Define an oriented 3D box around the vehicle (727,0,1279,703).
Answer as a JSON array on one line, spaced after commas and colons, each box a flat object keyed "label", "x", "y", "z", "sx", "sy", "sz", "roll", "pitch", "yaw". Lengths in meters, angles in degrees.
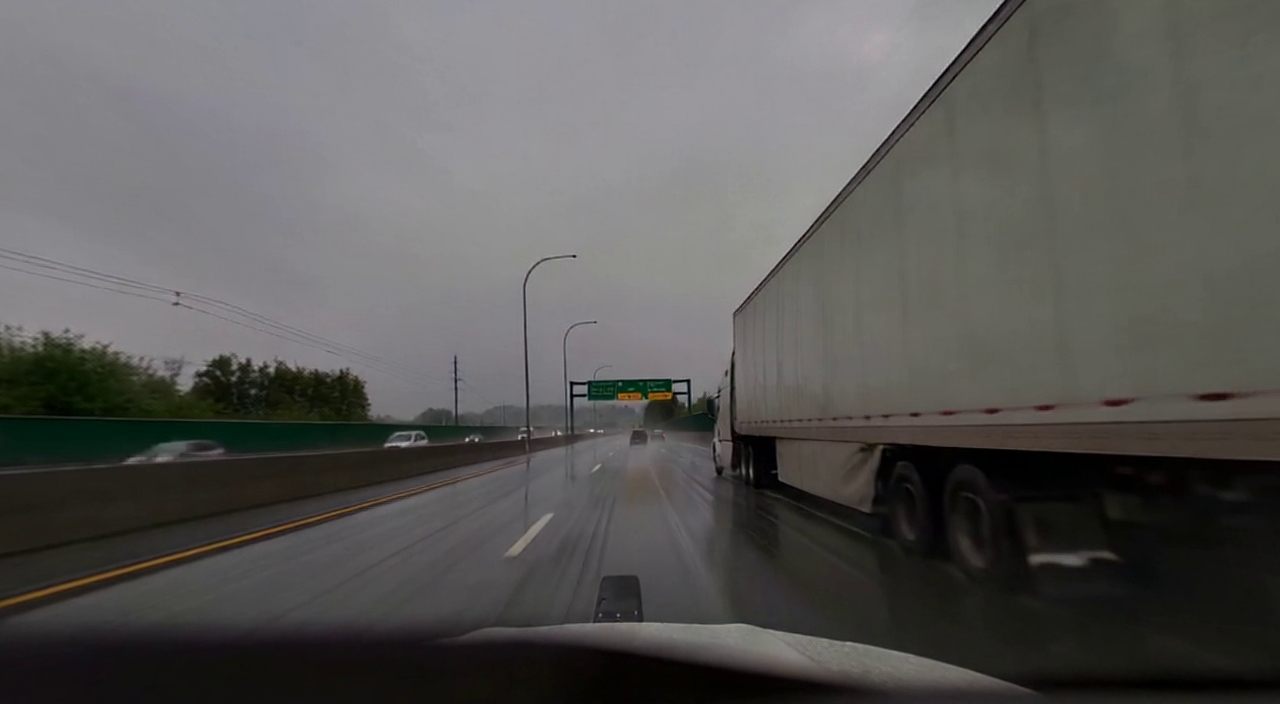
[{"label": "vehicle", "x": 3.676, "y": 0.252, "z": 7.839, "sx": 2.944, "sy": 3.973, "sz": 13.227, "roll": 0, "pitch": -8, "yaw": -1}]
